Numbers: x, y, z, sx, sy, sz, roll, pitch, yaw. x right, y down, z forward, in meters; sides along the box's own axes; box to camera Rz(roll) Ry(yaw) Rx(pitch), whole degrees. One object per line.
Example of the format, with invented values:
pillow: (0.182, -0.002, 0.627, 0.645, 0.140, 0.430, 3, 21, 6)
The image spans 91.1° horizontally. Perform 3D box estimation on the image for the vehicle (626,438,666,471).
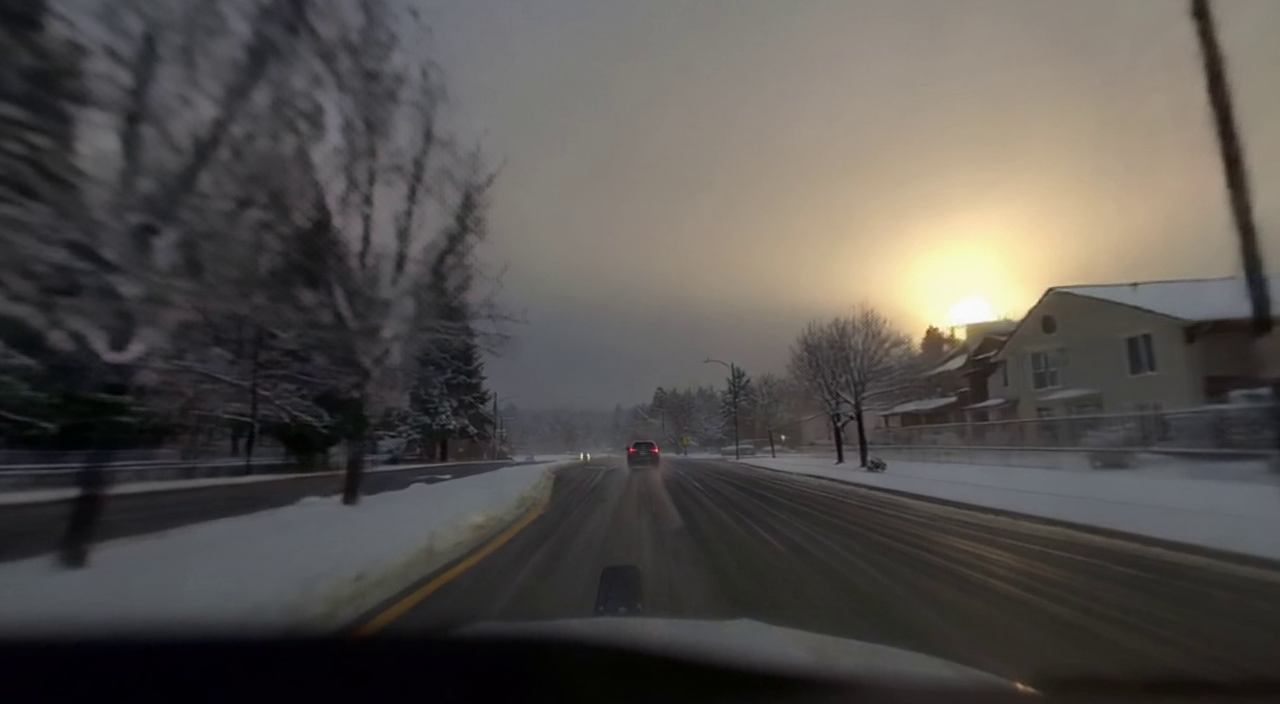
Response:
vehicle: (0.285, 6.005, 36.952, 2.165, 1.783, 4.391, 0, -9, -2)
